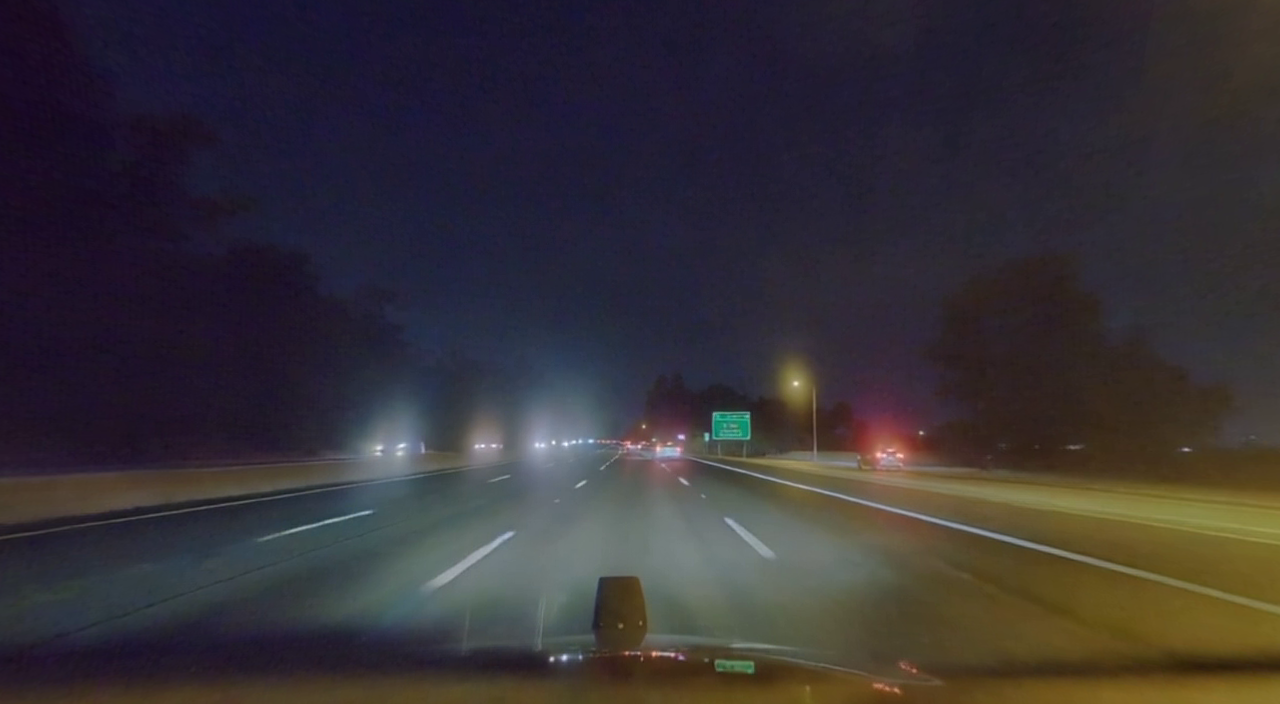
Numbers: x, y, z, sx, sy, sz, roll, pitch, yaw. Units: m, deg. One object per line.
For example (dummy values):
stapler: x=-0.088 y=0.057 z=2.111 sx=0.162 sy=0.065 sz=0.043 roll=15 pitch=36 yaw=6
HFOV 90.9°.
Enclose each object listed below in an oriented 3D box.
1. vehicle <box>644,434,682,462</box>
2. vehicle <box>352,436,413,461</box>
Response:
vehicle: x=1.615 y=7.053 z=46.232 sx=2.431 sy=1.916 sz=4.808 roll=0 pitch=-8 yaw=-3
vehicle: x=-16.583 y=6.233 z=40.894 sx=1.973 sy=1.511 sz=4.754 roll=0 pitch=-8 yaw=0
